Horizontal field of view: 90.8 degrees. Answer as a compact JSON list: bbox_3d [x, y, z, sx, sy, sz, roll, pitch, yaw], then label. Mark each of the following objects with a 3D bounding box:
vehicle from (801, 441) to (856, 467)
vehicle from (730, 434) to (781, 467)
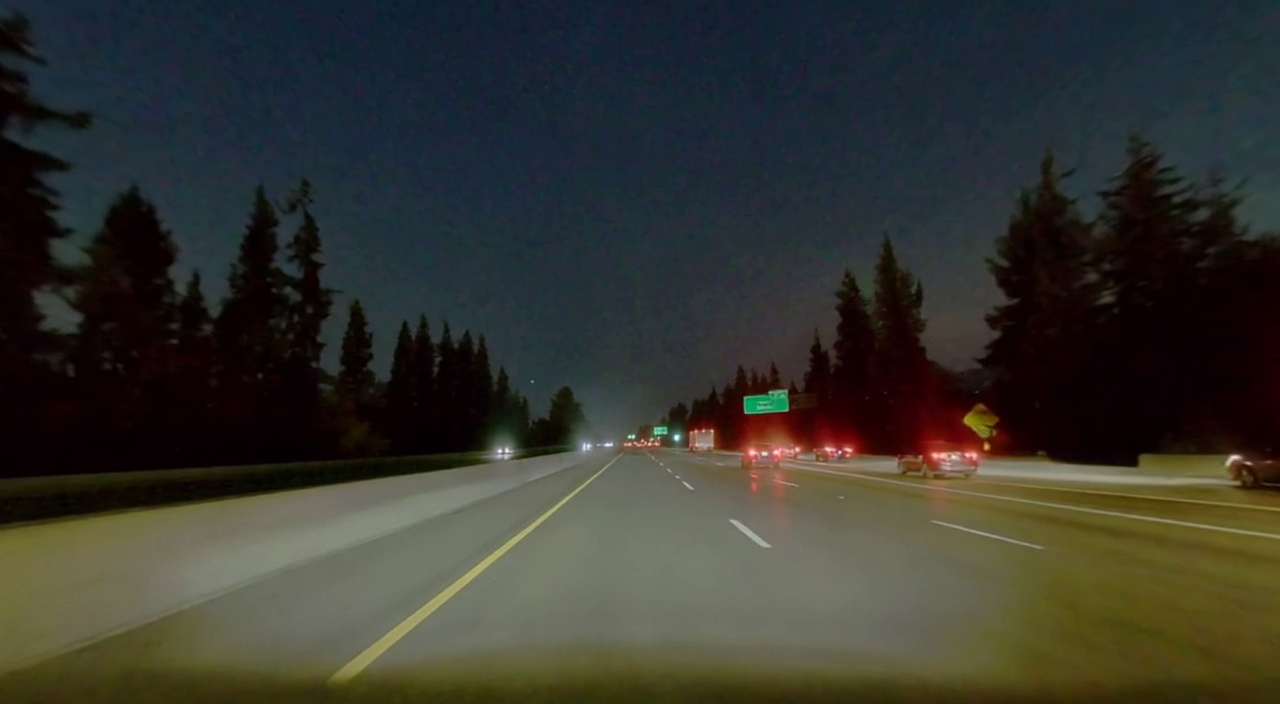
[{"bbox_3d":[11.211,6.092,37.834,1.931,1.479,4.183,0,-8,-1],"label":"vehicle"},{"bbox_3d":[6.777,5.862,37.580,2.098,1.820,4.505,0,-8,-2],"label":"vehicle"}]
